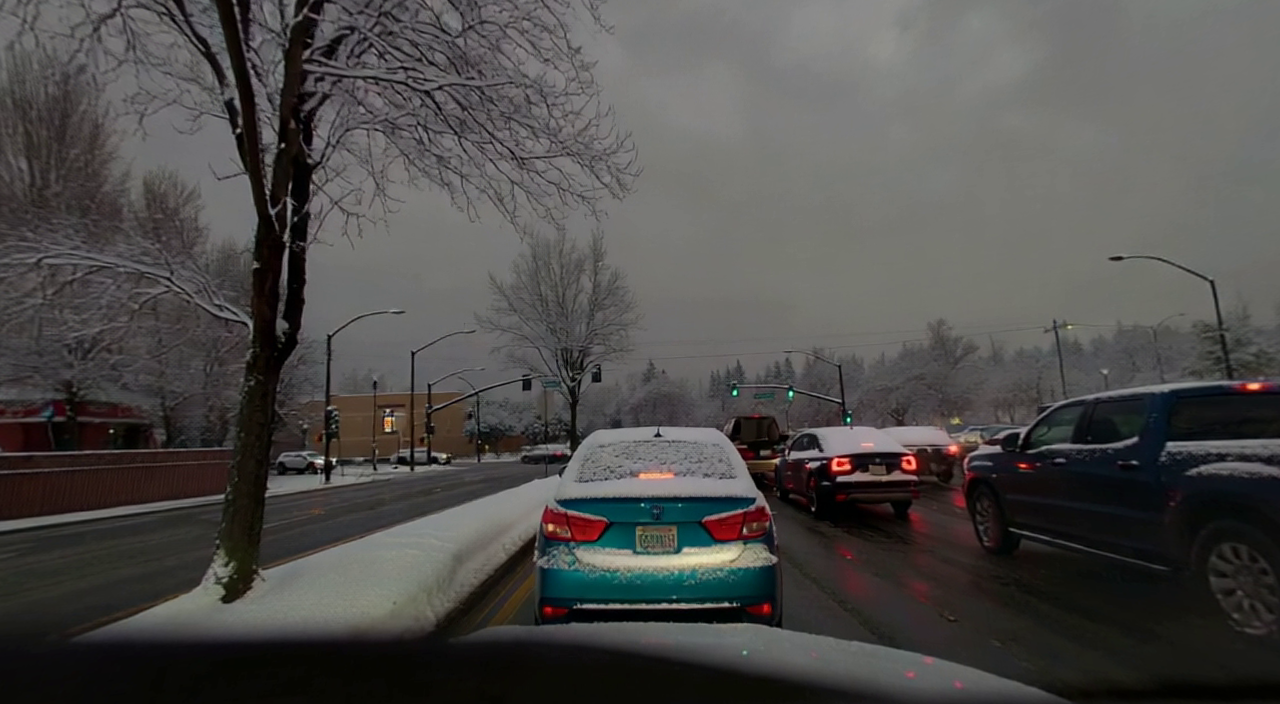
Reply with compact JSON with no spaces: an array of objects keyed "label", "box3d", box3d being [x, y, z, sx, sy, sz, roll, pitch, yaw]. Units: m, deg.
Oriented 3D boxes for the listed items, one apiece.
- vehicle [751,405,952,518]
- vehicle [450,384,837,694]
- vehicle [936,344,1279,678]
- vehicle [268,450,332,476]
[{"label":"vehicle","box3d":[4.184,2.322,13.856,2.319,1.930,5.651,0,-8,-1]},{"label":"vehicle","box3d":[-0.014,1.312,5.521,2.116,1.677,3.948,0,-8,-1]},{"label":"vehicle","box3d":[4.509,1.095,5.033,2.019,1.803,4.634,0,-8,0]},{"label":"vehicle","box3d":[-24.069,7.833,44.852,1.798,1.706,4.385,-1,-8,6]}]
